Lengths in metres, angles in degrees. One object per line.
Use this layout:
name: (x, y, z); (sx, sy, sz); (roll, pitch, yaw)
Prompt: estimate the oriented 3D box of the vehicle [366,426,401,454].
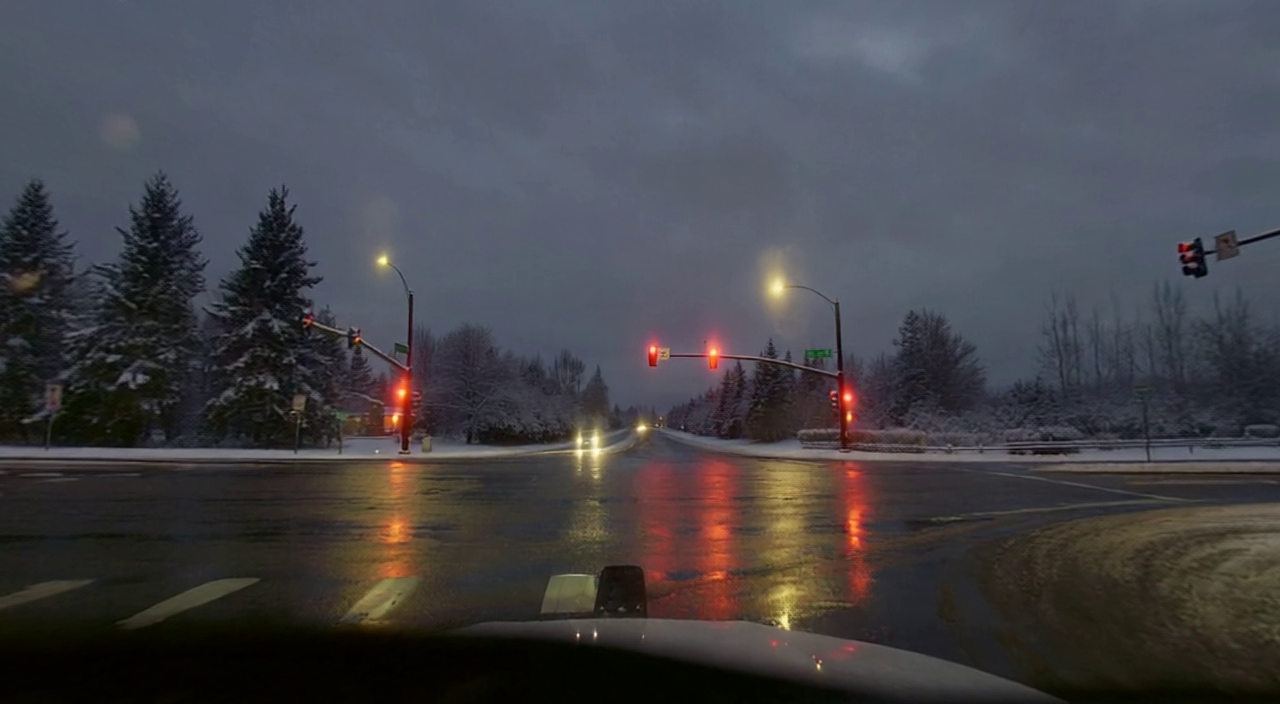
vehicle: (-20.007, 6.867, 48.887); (1.873, 2.079, 2.879); (5, -10, -33)
